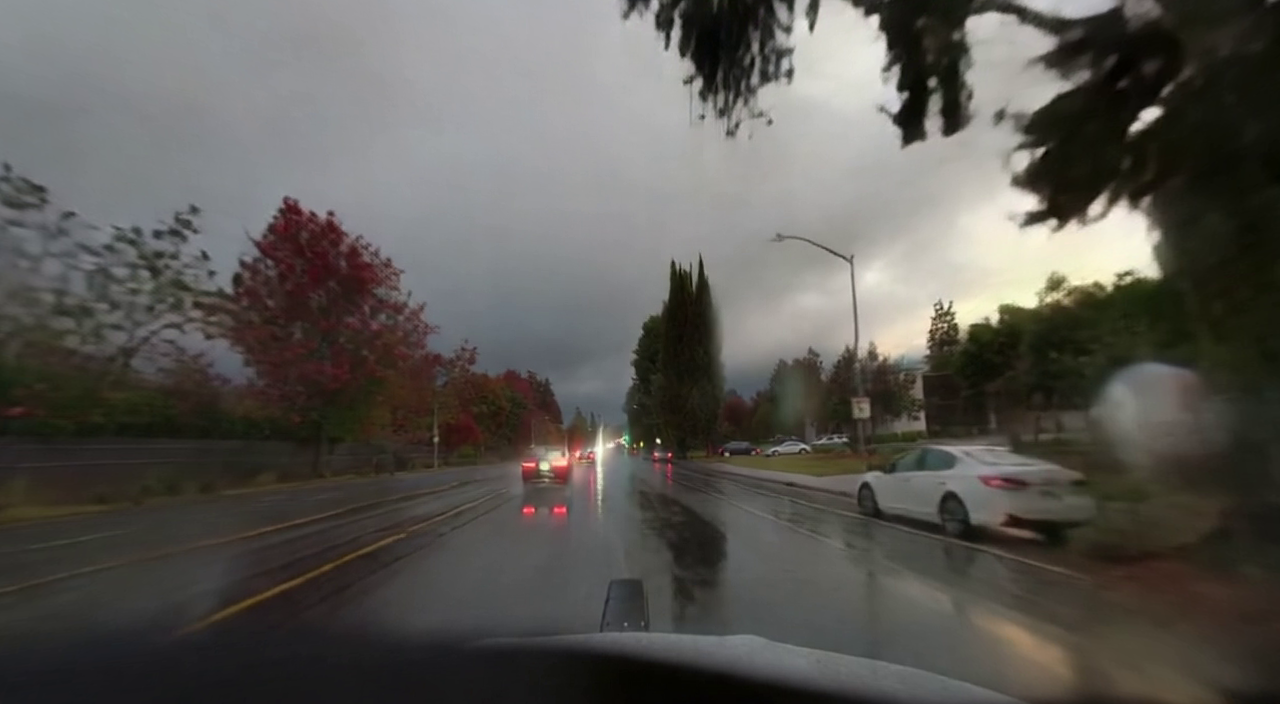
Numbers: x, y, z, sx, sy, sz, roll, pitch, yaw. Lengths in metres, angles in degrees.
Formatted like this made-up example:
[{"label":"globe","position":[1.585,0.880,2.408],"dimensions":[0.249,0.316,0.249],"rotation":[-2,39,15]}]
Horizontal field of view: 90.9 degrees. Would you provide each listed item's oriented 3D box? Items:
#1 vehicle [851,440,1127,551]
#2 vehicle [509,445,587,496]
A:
[{"label":"vehicle","position":[5.688,2.353,11.183],"dimensions":[2.164,1.511,4.571],"rotation":[0,-8,-2]},{"label":"vehicle","position":[-2.879,3.799,20.696],"dimensions":[2.099,1.470,4.302],"rotation":[0,-8,-3]}]
